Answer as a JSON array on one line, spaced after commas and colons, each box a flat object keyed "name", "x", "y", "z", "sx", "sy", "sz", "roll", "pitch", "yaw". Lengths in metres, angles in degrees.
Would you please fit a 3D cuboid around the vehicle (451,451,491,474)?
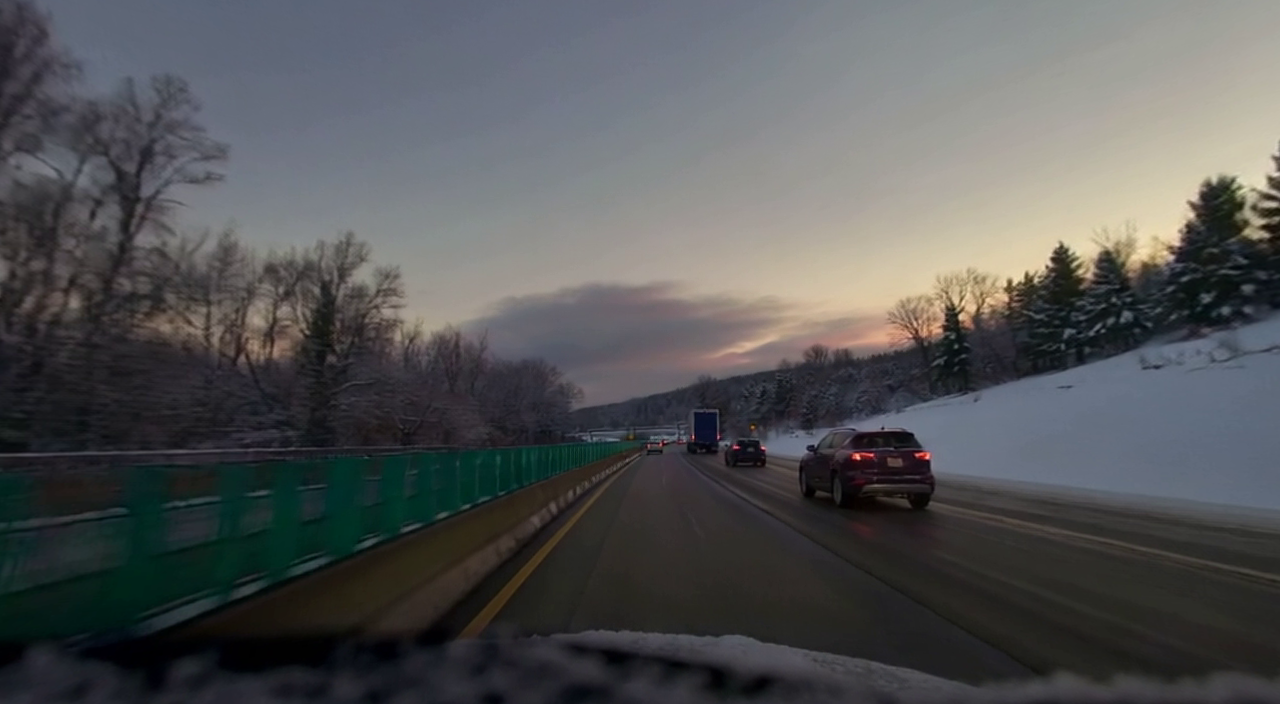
[{"name": "vehicle", "x": -11.954, "y": 7.794, "z": 44.773, "sx": 1.810, "sy": 1.481, "sz": 3.837, "roll": 0, "pitch": -8, "yaw": -1}]

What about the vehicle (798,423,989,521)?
[{"name": "vehicle", "x": 4.575, "y": 2.213, "z": 12.135, "sx": 1.940, "sy": 1.539, "sz": 4.005, "roll": 0, "pitch": -8, "yaw": -1}]

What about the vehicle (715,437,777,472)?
[{"name": "vehicle", "x": 4.732, "y": 4.630, "z": 28.695, "sx": 2.000, "sy": 1.473, "sz": 4.440, "roll": 0, "pitch": -8, "yaw": -1}]
